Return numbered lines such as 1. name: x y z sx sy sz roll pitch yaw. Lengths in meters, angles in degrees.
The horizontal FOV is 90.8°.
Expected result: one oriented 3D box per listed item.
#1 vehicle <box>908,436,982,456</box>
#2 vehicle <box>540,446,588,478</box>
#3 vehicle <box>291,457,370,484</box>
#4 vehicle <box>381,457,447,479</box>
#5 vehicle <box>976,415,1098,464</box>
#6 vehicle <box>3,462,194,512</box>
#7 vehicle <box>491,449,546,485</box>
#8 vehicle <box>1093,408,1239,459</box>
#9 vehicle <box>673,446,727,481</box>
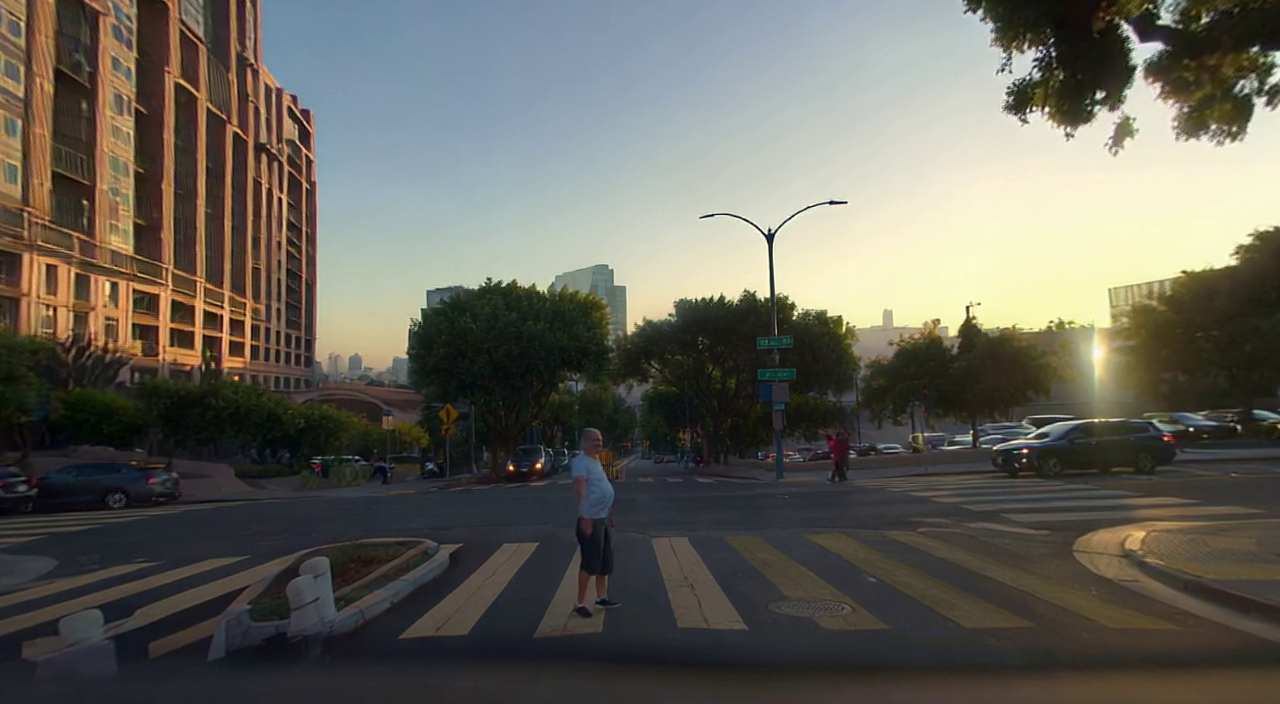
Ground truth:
1. vehicle: 23.013 7.086 47.767 4.528 1.475 2.070 0 -8 3
2. vehicle: -4.459 6.543 37.688 2.102 1.768 4.290 -1 -9 3
3. vehicle: -23.208 8.881 47.458 4.844 1.836 2.117 -1 -8 4
4. vehicle: -16.882 8.652 47.360 4.203 1.544 1.889 -1 -8 2
5. vehicle: 16.742 3.789 26.992 2.041 1.921 4.574 0 -9 -2
6. vehicle: -17.317 4.315 20.369 4.439 1.448 1.793 0 -9 0
7. vehicle: -7.617 7.249 40.248 2.193 1.814 5.061 -9 -8 0
8. vehicle: 22.303 3.531 27.140 2.137 1.962 4.988 -1 -8 3
9. vehicle: 3.307 5.919 33.877 1.942 1.603 3.785 1 -8 20
